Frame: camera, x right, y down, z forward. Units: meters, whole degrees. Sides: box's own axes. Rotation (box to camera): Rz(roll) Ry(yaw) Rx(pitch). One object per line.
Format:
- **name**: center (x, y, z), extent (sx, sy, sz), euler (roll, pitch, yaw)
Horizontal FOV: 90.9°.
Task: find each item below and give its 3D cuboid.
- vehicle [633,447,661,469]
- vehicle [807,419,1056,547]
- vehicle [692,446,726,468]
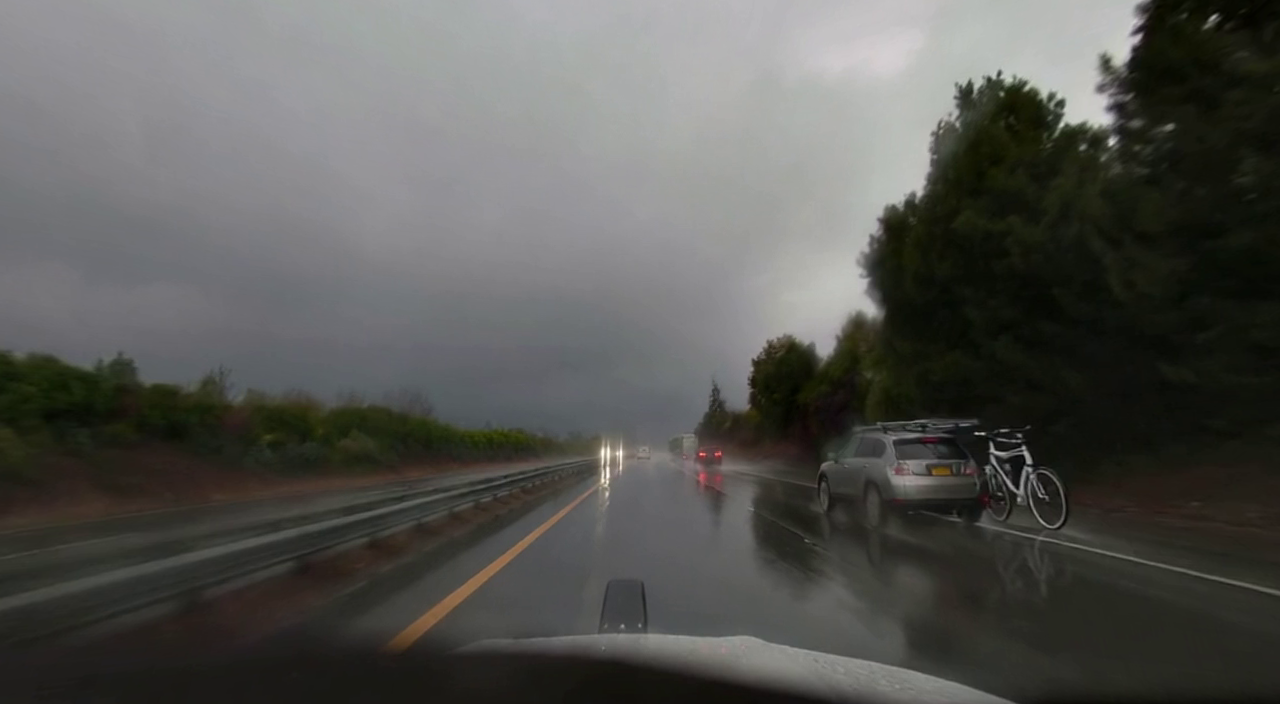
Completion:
- **vehicle**: center (0.469, 7.783, 46.386), extent (1.991, 1.459, 3.769), euler (0, -9, 0)
- **vehicle**: center (4.248, 1.983, 10.111), extent (1.978, 1.604, 4.128), euler (0, -9, 0)
- **vehicle**: center (4.948, 7.632, 45.846), extent (1.964, 1.513, 3.707), euler (0, -9, -1)
